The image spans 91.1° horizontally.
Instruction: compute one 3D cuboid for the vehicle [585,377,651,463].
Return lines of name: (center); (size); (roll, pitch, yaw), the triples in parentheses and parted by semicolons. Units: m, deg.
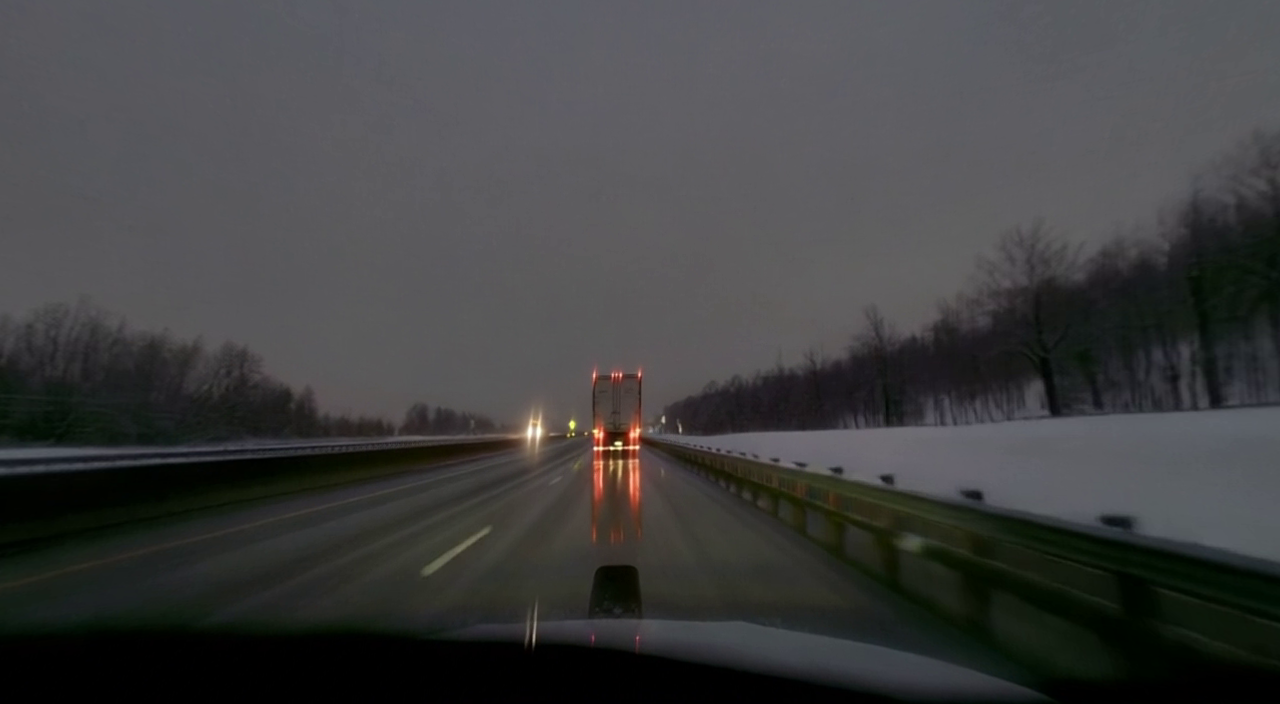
vehicle: (-1.256, 3.861, 34.492); (3.023, 3.965, 10.402); (1, -8, -3)
